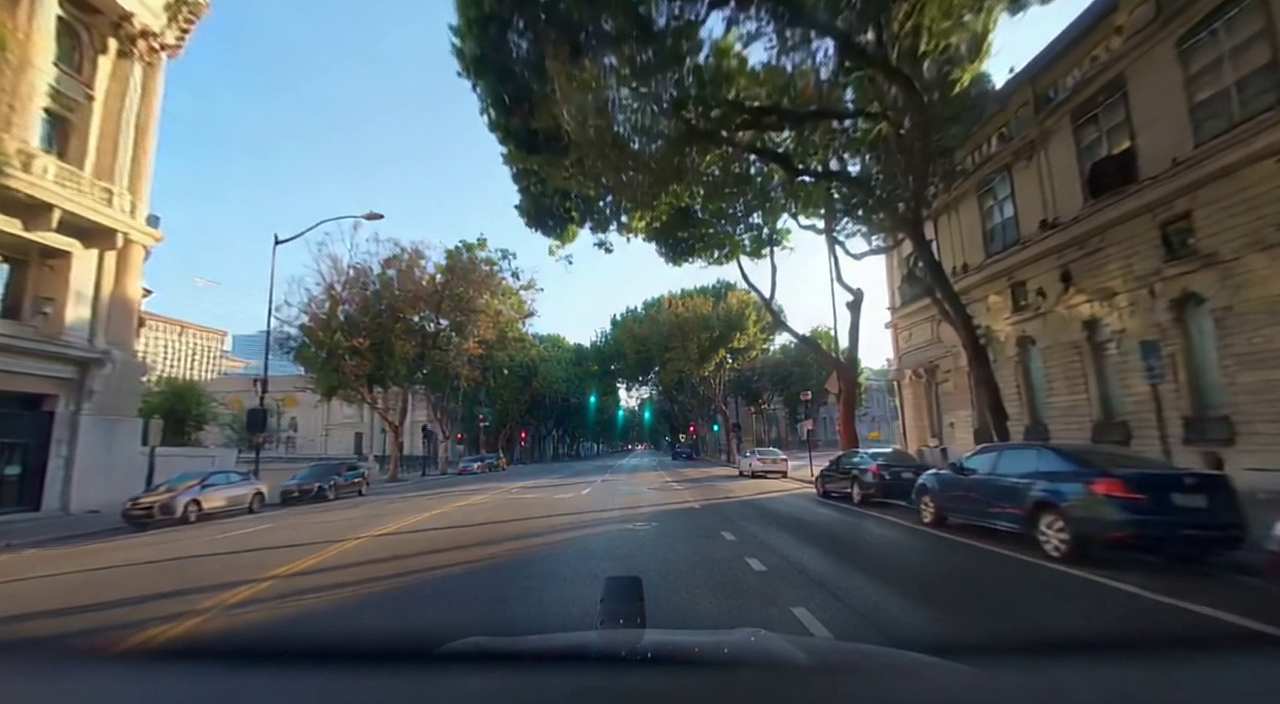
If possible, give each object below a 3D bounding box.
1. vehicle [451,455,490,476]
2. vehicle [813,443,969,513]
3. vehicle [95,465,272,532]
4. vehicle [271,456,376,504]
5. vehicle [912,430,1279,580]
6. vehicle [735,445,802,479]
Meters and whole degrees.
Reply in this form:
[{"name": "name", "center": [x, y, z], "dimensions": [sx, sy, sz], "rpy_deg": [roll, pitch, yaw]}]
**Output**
[{"name": "vehicle", "center": [-12.699, 8.512, 47.578], "dimensions": [1.767, 1.455, 4.389], "rpy_deg": [0, -8, 0]}, {"name": "vehicle", "center": [5.797, 2.919, 15.255], "dimensions": [1.869, 1.430, 4.365], "rpy_deg": [0, -8, -2]}, {"name": "vehicle", "center": [-12.638, 4.034, 17.942], "dimensions": [1.828, 1.462, 4.421], "rpy_deg": [0, -8, -2]}, {"name": "vehicle", "center": [-12.649, 5.113, 25.644], "dimensions": [1.911, 1.558, 4.793], "rpy_deg": [-4, -9, -2]}, {"name": "vehicle", "center": [5.823, 1.897, 8.810], "dimensions": [1.849, 1.491, 4.626], "rpy_deg": [0, -8, -2]}, {"name": "vehicle", "center": [5.961, 5.168, 29.973], "dimensions": [2.091, 1.445, 4.678], "rpy_deg": [0, -8, -2]}]
